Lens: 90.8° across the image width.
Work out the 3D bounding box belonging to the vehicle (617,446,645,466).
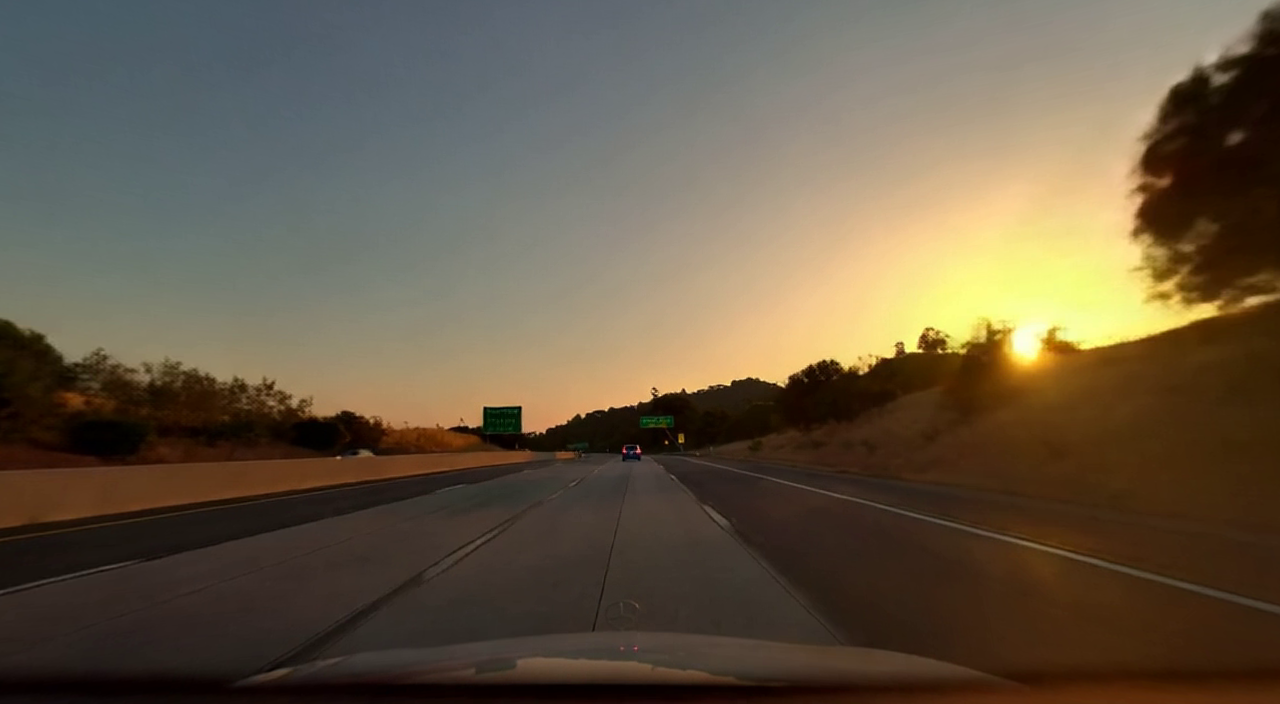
[{"bbox_3d":[-0.737,8.075,49.243,2.080,1.468,3.884,0,-9,-1],"label":"vehicle"}]
